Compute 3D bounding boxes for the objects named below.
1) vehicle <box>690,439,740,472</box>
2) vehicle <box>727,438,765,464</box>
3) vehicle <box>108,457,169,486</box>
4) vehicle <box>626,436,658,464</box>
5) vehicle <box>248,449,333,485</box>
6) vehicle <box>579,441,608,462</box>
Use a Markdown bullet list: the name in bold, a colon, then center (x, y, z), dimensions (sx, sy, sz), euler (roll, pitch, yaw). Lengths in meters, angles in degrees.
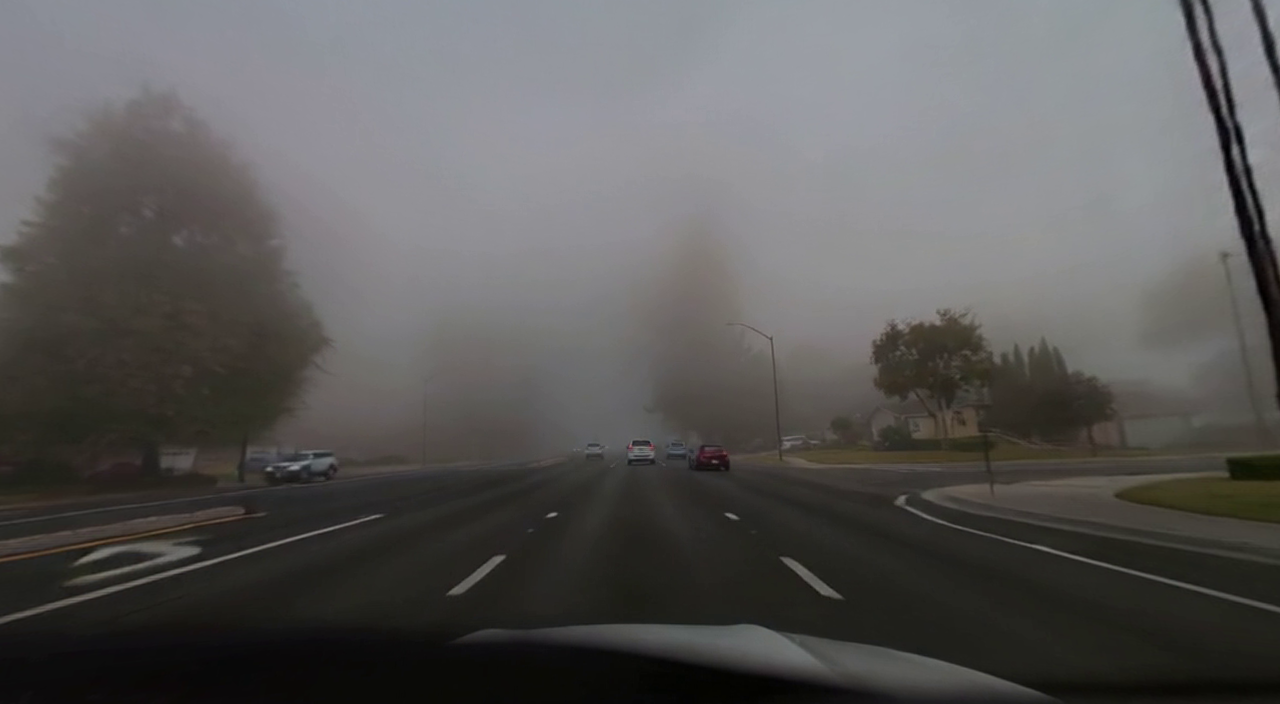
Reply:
- **vehicle**: center (3.535, 4.942, 30.457), dimensions (1.830, 1.451, 4.009), euler (0, -8, -1)
- **vehicle**: center (7.670, 7.211, 46.154), dimensions (1.933, 1.759, 3.900), euler (0, -8, -2)
- **vehicle**: center (-29.127, 6.864, 36.607), dimensions (4.771, 1.479, 1.888), euler (-8, -11, 42)
- **vehicle**: center (0.141, 6.635, 42.877), dimensions (2.043, 1.734, 4.253), euler (0, -8, 0)
- **vehicle**: center (-17.894, 5.881, 32.585), dimensions (1.929, 1.691, 4.267), euler (0, -8, 0)
- **vehicle**: center (-3.602, 7.785, 49.764), dimensions (2.000, 1.569, 3.794), euler (0, -8, 0)
